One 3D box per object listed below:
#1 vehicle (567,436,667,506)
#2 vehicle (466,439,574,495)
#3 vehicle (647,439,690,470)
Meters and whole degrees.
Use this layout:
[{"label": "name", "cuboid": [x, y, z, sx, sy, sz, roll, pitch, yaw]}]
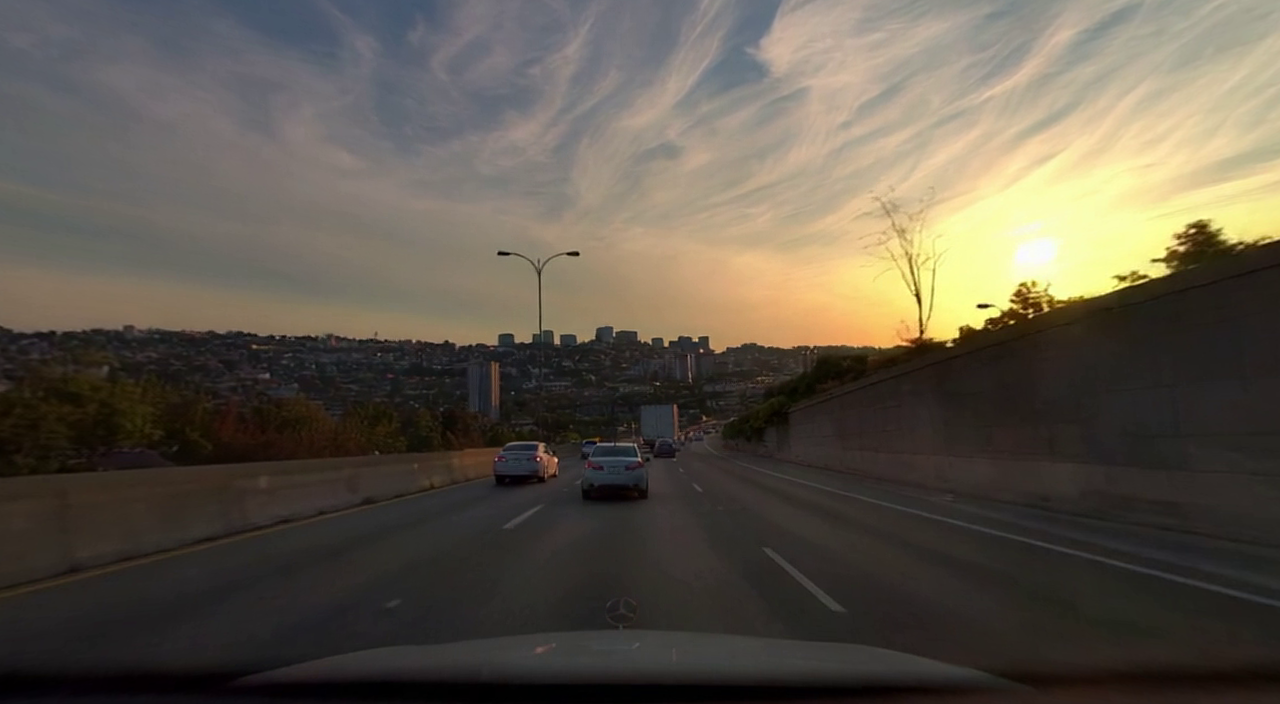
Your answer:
[{"label": "vehicle", "cuboid": [-0.437, 2.866, 15.568, 2.136, 1.470, 3.971, -1, -9, 2]}, {"label": "vehicle", "cuboid": [-3.467, 3.458, 19.385, 2.130, 1.474, 5.027, -1, -9, 2]}, {"label": "vehicle", "cuboid": [1.607, 6.019, 37.298, 2.166, 1.666, 4.618, 0, -9, -2]}]
